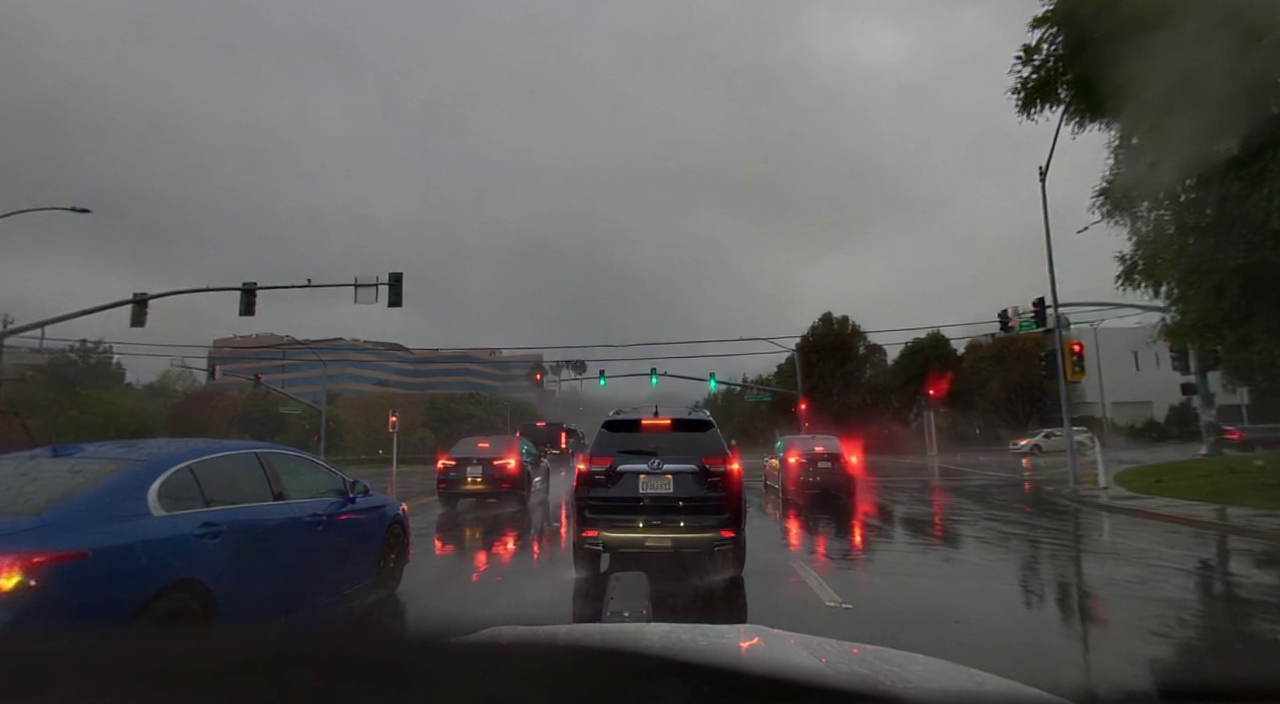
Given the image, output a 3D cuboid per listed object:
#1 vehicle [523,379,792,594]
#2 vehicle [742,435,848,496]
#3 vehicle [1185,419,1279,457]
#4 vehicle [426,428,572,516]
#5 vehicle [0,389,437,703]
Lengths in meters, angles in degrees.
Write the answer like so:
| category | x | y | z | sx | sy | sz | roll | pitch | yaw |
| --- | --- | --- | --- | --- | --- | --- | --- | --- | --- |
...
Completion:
| category | x | y | z | sx | sy | sz | roll | pitch | yaw |
| --- | --- | --- | --- | --- | --- | --- | --- | --- | --- |
| vehicle | 0.203 | 1.467 | 7.667 | 2.300 | 1.832 | 4.331 | 0 | -8 | 1 |
| vehicle | 4.097 | 3.060 | 17.345 | 1.979 | 1.453 | 4.011 | 0 | -8 | 1 |
| vehicle | 26.991 | 3.786 | 27.577 | 4.026 | 1.573 | 2.271 | -1 | -8 | 6 |
| vehicle | -2.688 | 2.386 | 13.059 | 1.851 | 1.502 | 4.042 | 0 | -8 | 4 |
| vehicle | -3.226 | 1.197 | 4.405 | 1.958 | 1.494 | 4.624 | 0 | -8 | 2 |
